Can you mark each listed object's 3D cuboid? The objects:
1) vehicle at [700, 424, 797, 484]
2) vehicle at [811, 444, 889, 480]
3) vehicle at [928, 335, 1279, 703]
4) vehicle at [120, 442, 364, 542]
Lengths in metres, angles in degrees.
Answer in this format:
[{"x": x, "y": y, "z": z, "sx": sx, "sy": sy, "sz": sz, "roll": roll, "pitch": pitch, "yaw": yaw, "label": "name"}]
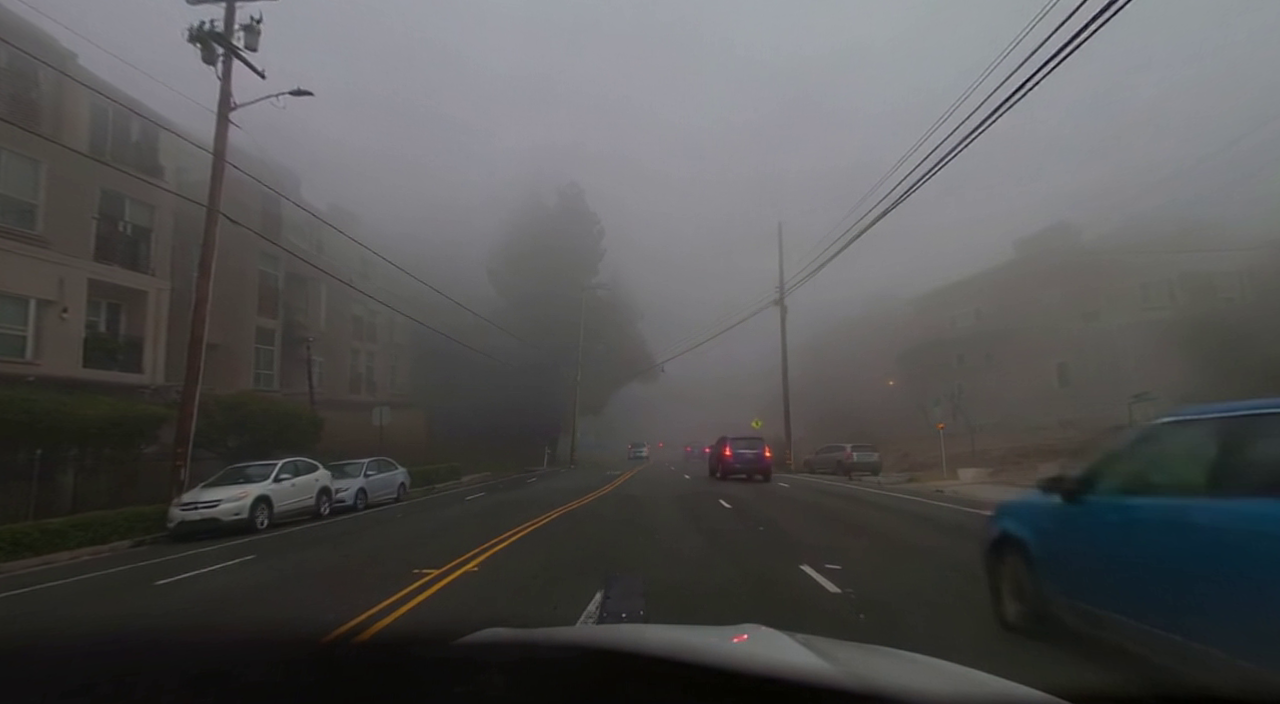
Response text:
[{"x": 3.601, "y": 3.541, "z": 21.970, "sx": 2.368, "sy": 1.840, "sz": 4.896, "roll": 0, "pitch": -8, "yaw": -2, "label": "vehicle"}, {"x": 9.418, "y": 4.950, "z": 28.602, "sx": 1.935, "sy": 1.478, "sz": 4.711, "roll": 0, "pitch": -8, "yaw": 0, "label": "vehicle"}, {"x": 3.520, "y": 0.865, "z": 2.727, "sx": 2.306, "sy": 1.719, "sz": 4.805, "roll": 0, "pitch": -8, "yaw": 1, "label": "vehicle"}, {"x": -8.459, "y": 2.960, "z": 14.078, "sx": 2.381, "sy": 1.825, "sz": 4.652, "roll": 0, "pitch": -8, "yaw": 0, "label": "vehicle"}]
